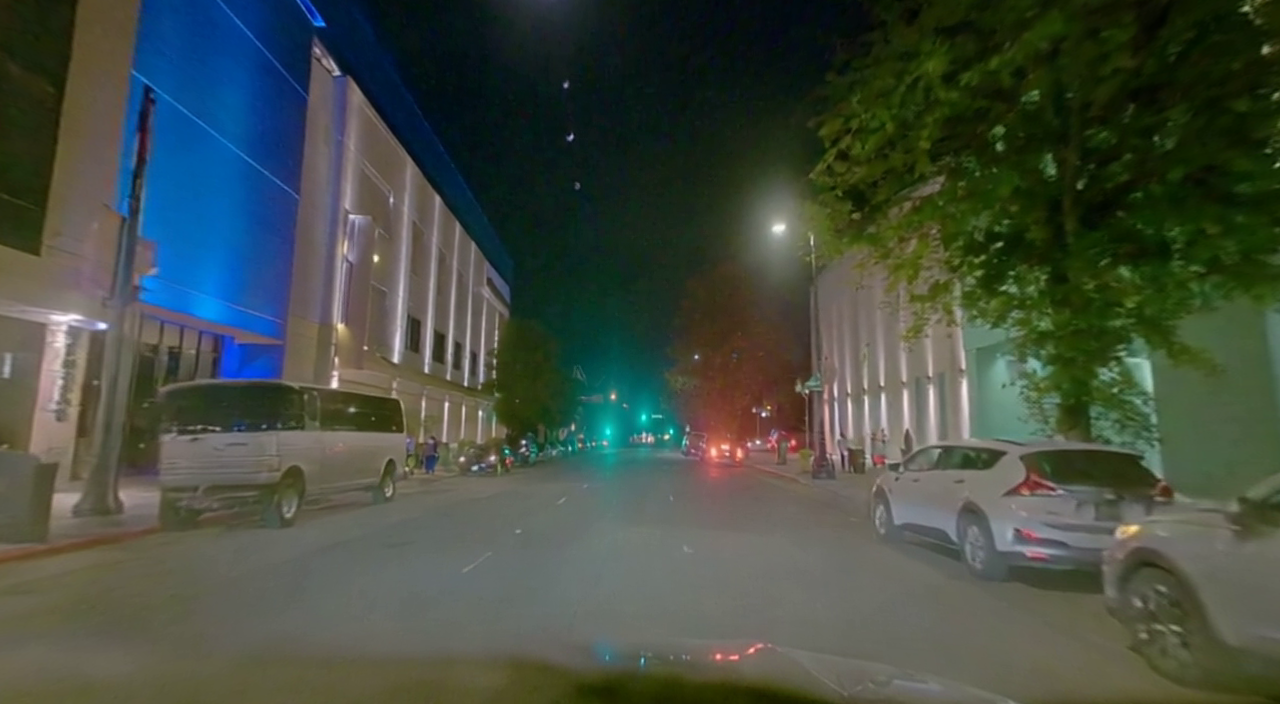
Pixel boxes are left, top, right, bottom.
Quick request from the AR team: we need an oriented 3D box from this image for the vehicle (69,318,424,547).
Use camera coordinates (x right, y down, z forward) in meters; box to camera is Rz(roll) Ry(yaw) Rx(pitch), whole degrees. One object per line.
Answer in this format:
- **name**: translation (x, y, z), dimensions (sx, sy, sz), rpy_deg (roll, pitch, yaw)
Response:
- **vehicle**: translation (-6.845, 1.515, 12.391), dimensions (2.851, 3.375, 6.057), rpy_deg (0, -7, 2)

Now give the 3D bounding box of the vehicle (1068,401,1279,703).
- **vehicle**: translation (3.816, 0.819, 1.554), dimensions (2.065, 1.520, 4.853), rpy_deg (0, -7, -1)

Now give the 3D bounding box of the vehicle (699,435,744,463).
- **vehicle**: translation (4.654, 5.585, 36.624), dimensions (1.973, 1.494, 4.867), rpy_deg (0, -7, 0)

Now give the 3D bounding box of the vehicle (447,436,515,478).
- **vehicle**: translation (-6.719, 4.436, 27.075), dimensions (1.917, 1.487, 4.659), rpy_deg (-2, -7, -3)

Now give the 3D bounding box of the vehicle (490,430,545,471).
- **vehicle**: translation (-6.534, 5.259, 34.172), dimensions (2.238, 1.891, 4.780), rpy_deg (-1, -6, -2)
